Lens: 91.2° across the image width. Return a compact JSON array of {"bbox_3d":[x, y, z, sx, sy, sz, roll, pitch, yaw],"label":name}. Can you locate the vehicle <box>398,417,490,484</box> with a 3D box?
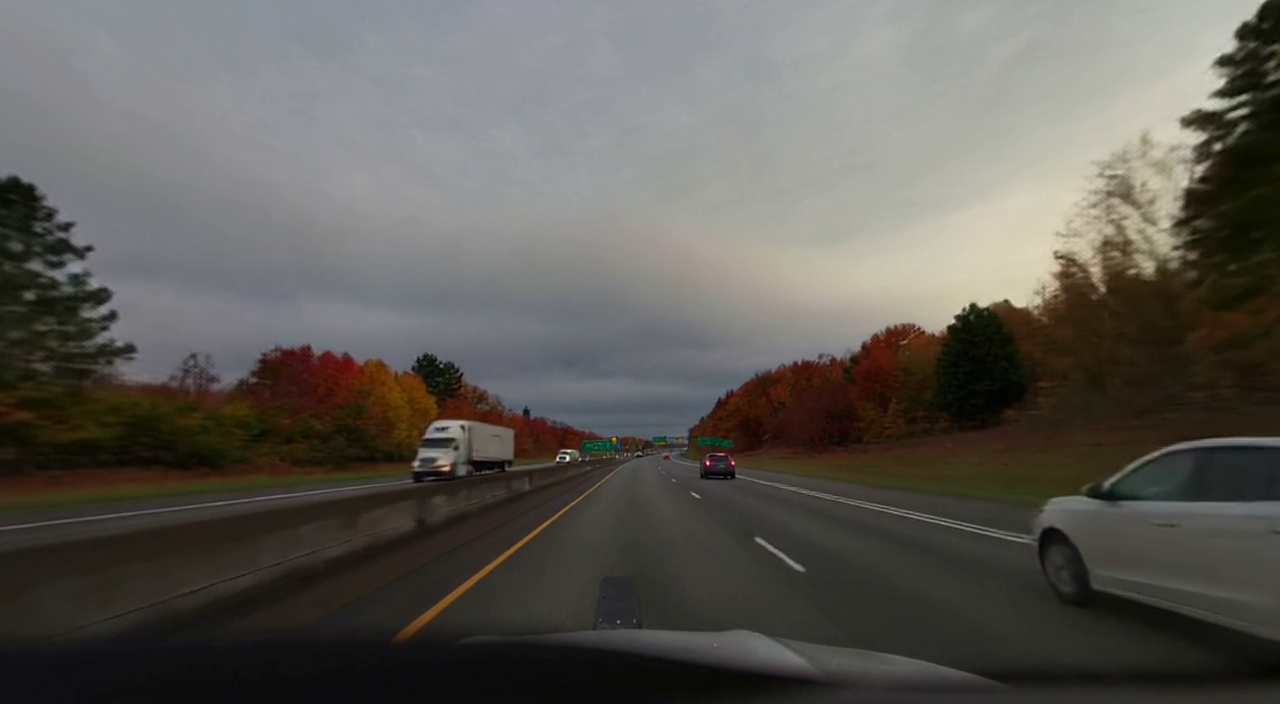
[{"bbox_3d":[-12.824,6.616,42.235,3.017,3.962,9.879,0,-9,0],"label":"vehicle"}]

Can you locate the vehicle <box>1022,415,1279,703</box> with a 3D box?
[{"bbox_3d":[4.490,1.123,3.405,2.119,1.557,4.163,0,-9,-1],"label":"vehicle"}]

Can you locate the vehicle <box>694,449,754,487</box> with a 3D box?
[{"bbox_3d":[3.780,5.302,29.022,2.070,1.546,4.648,0,-9,0],"label":"vehicle"}]
